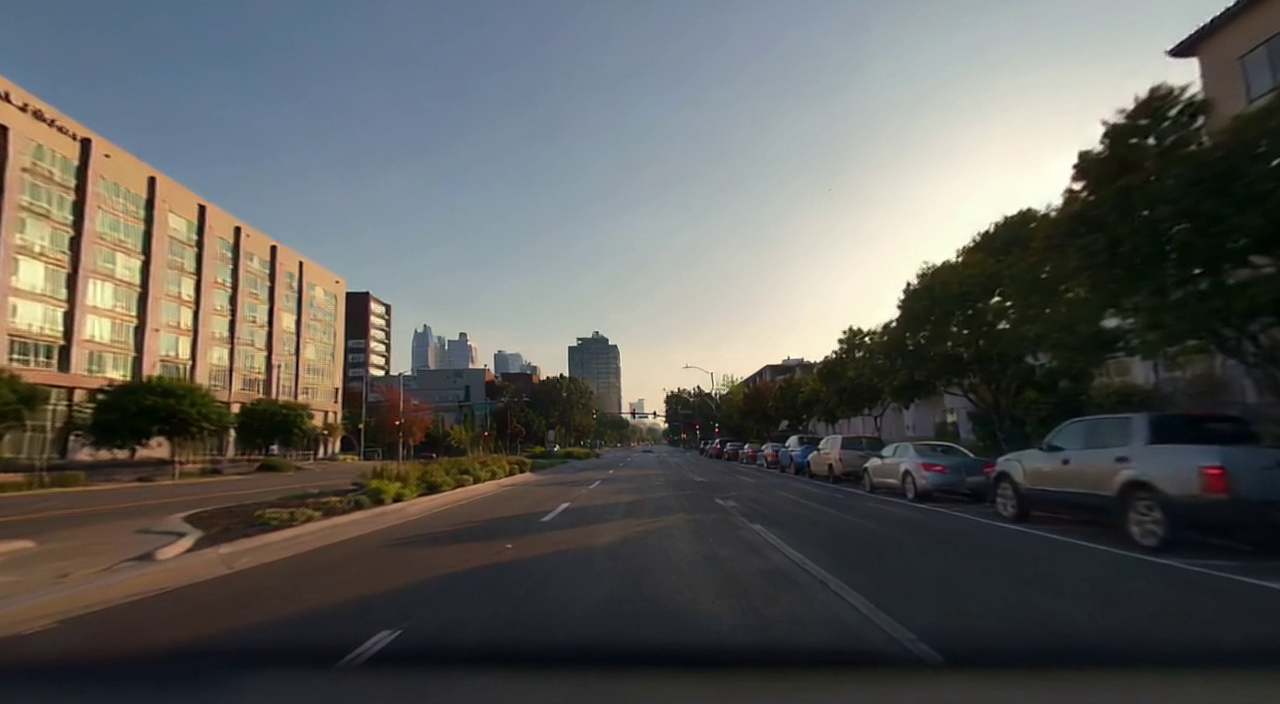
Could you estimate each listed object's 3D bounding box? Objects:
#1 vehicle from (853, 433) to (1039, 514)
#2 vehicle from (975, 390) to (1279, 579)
[{"bbox_3d":[6.678,2.678,14.488,2.020,1.520,4.876,0,-8,3],"label":"vehicle"},{"bbox_3d":[6.789,1.596,8.382,1.983,1.772,4.833,0,-8,1],"label":"vehicle"}]
